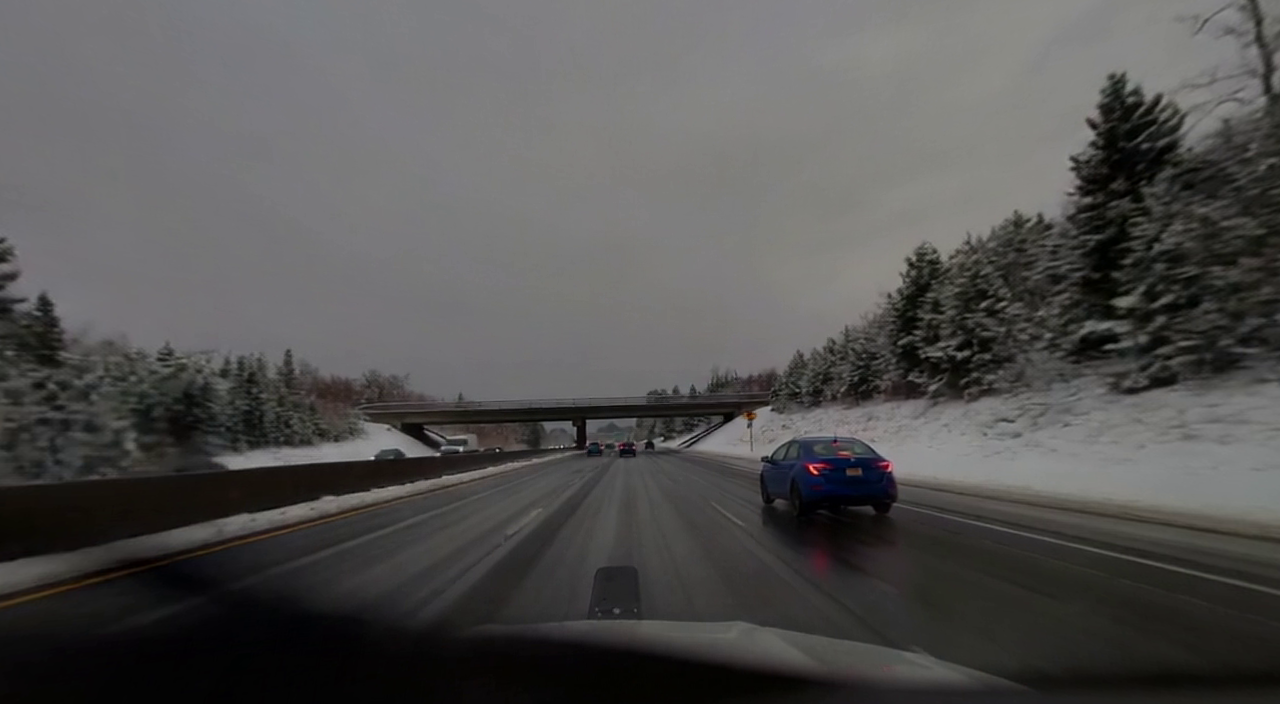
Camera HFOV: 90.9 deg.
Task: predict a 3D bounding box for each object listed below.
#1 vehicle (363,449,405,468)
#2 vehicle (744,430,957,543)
[{"bbox_3d":[-19.995,8.309,49.404,1.763,1.394,3.806,0,-8,0],"label":"vehicle"},{"bbox_3d":[3.237,2.125,10.779,2.079,1.515,4.196,0,-8,-2],"label":"vehicle"}]
